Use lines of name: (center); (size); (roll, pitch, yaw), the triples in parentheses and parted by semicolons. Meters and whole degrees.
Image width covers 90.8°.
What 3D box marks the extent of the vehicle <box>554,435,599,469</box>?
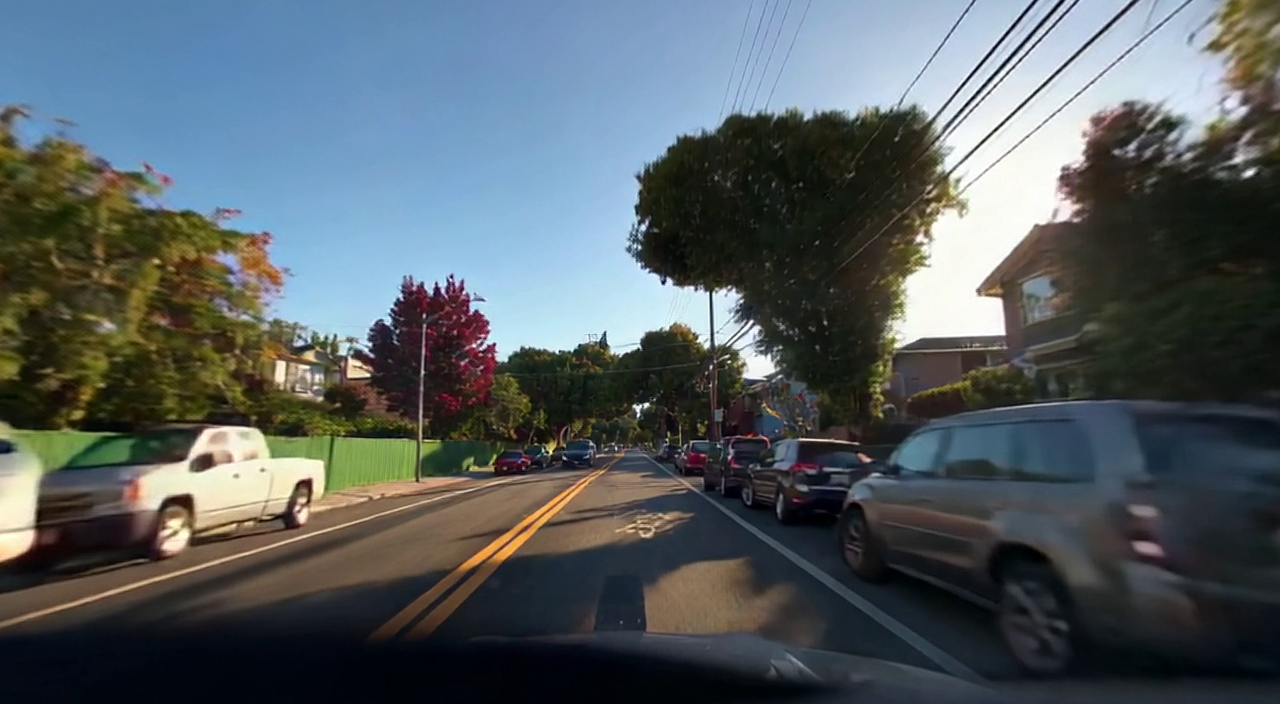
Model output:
vehicle: (-3.863, 6.209, 39.327); (2.194, 1.935, 4.807); (0, -9, 1)

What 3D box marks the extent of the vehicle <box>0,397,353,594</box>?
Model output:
vehicle: (-6.688, 1.911, 9.573); (2.195, 2.033, 5.741); (-1, -8, -2)

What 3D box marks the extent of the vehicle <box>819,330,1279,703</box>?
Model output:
vehicle: (3.315, 1.176, 4.767); (2.338, 1.822, 4.877); (0, -9, -2)

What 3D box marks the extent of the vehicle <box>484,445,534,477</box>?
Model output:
vehicle: (-6.921, 5.770, 33.746); (1.866, 1.487, 4.416); (-1, -8, -2)
